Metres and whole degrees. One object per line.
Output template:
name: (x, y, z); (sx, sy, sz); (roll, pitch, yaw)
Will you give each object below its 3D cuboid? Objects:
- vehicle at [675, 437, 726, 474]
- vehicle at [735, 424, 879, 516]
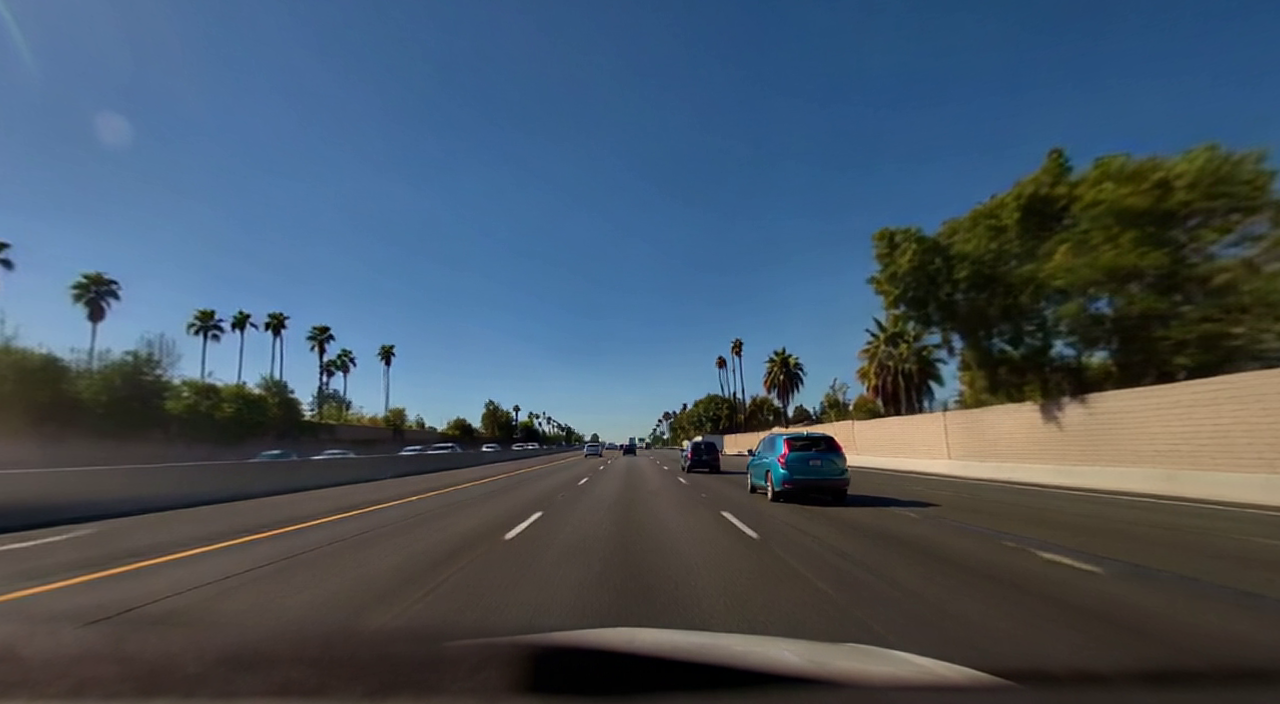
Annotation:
vehicle: (2.964, 5.199, 31.993); (2.045, 1.688, 4.313); (0, -8, -2)
vehicle: (3.427, 2.502, 13.916); (1.910, 1.696, 4.187); (0, -8, -2)
